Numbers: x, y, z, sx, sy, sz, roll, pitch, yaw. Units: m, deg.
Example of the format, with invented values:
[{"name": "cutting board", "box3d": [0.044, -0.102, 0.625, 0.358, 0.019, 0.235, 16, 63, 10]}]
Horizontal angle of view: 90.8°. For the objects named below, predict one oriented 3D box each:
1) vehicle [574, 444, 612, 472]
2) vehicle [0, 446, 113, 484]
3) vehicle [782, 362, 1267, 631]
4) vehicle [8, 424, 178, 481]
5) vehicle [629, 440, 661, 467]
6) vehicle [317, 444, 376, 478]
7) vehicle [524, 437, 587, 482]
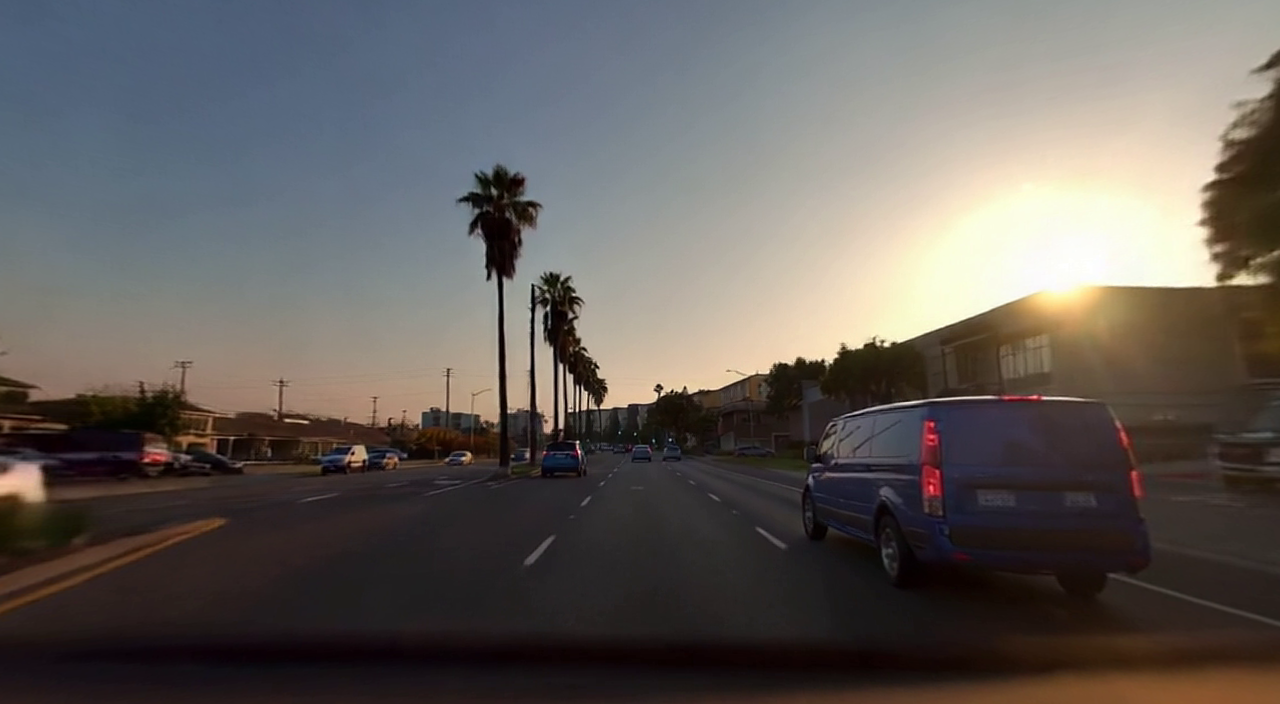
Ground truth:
[{"name": "vehicle", "box3d": [-2.686, 6.119, 36.707, 1.869, 1.454, 4.142, 0, -8, 0]}, {"name": "vehicle", "box3d": [-30.261, 5.747, 32.225, 4.832, 1.778, 2.082, -1, -8, 0]}, {"name": "vehicle", "box3d": [3.315, 1.381, 7.032, 2.234, 1.912, 4.847, 0, -8, -1]}, {"name": "vehicle", "box3d": [-29.886, 5.486, 34.743, 6.775, 2.936, 2.546, 0, -9, -2]}, {"name": "vehicle", "box3d": [0.314, 7.231, 45.129, 2.191, 1.761, 3.857, 0, -8, -1]}, {"name": "vehicle", "box3d": [-21.443, 7.941, 46.370, 1.931, 2.187, 5.001, -1, -8, -1]}, {"name": "vehicle", "box3d": [-3.389, 4.388, 26.059, 1.967, 1.703, 4.157, 0, -8, 1]}]
